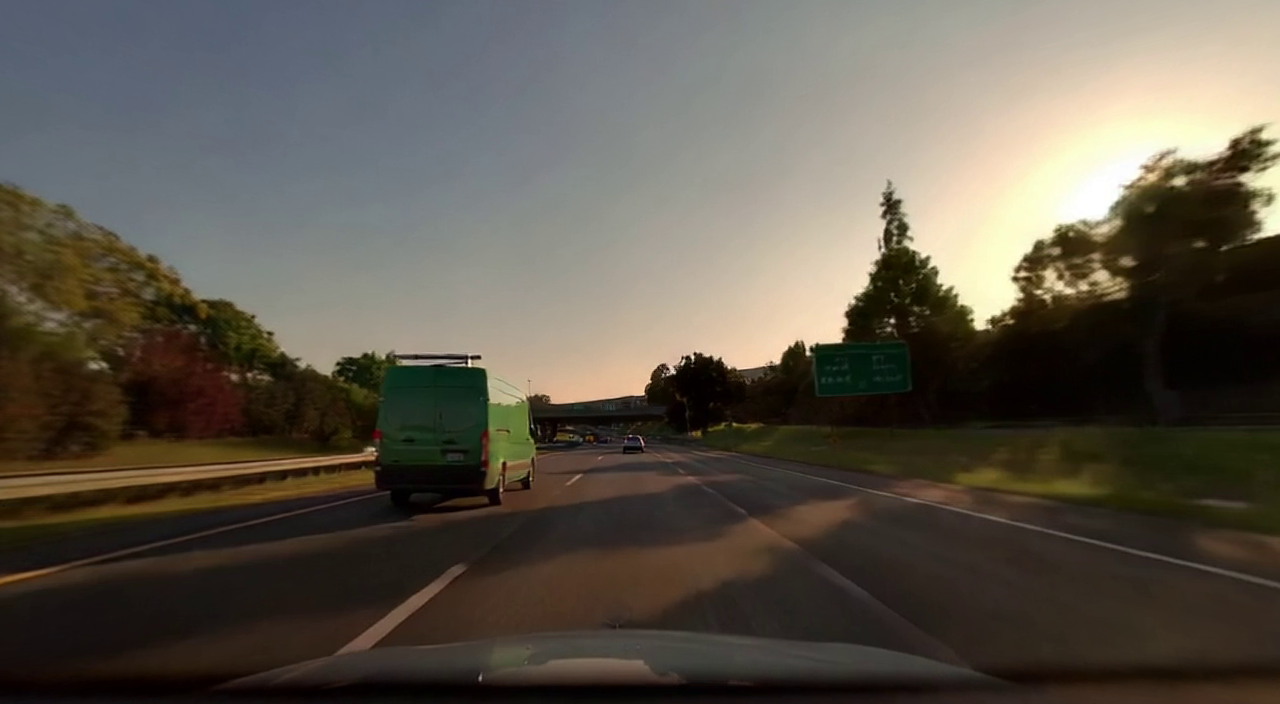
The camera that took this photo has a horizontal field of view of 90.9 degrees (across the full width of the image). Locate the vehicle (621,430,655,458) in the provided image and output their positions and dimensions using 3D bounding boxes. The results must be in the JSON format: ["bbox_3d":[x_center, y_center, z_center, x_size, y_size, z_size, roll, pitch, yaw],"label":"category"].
[{"bbox_3d":[-0.177,5.911,40.668,2.104,1.646,4.176,0,-8,-1],"label":"vehicle"}]

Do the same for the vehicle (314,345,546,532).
[{"bbox_3d":[-3.345,1.578,11.726,2.424,2.577,5.828,0,-8,-2],"label":"vehicle"}]
